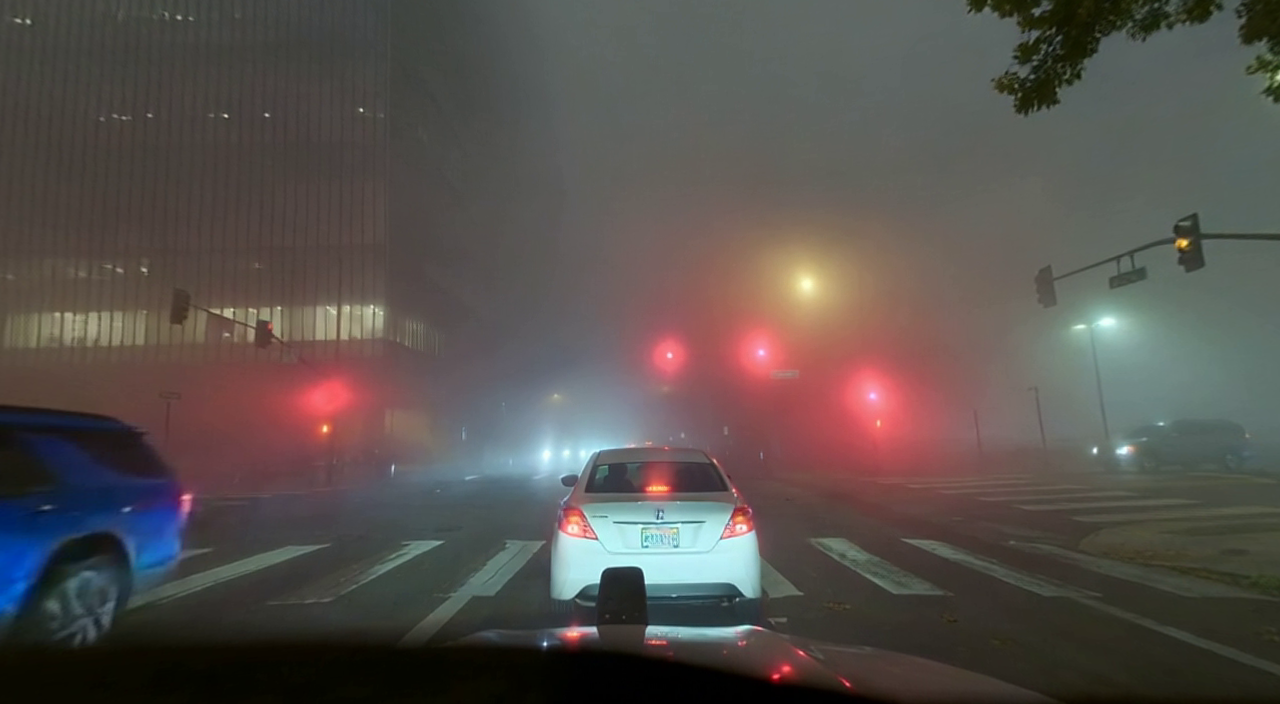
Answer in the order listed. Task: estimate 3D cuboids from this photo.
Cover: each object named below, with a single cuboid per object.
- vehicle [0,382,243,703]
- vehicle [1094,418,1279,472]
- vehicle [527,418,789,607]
[{"bbox_3d":[-4.465,1.014,3.148,2.006,1.756,4.599,0,-8,-1],"label":"vehicle"},{"bbox_3d":[19.122,3.270,22.220,4.675,1.772,1.945,0,-8,0],"label":"vehicle"},{"bbox_3d":[-0.143,1.653,7.492,1.893,1.532,4.145,2,-9,-16],"label":"vehicle"}]
